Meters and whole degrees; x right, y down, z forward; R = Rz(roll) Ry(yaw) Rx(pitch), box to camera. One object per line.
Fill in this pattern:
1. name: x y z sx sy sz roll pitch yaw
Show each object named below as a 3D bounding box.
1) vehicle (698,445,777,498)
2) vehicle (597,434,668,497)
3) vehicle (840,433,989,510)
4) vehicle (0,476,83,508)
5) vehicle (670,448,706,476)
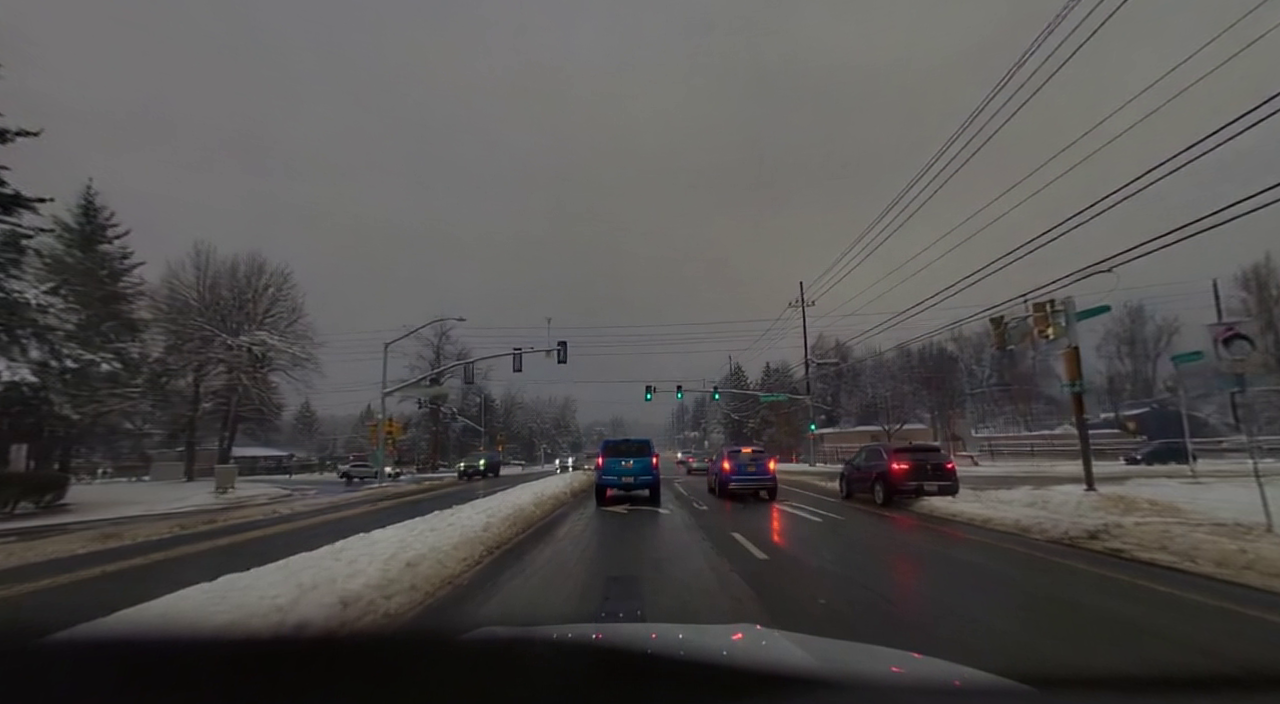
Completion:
1. vehicle: 3.170 3.988 21.514 1.880 1.579 4.401 0 -9 -2
2. vehicle: -0.242 3.933 22.281 2.231 1.998 4.254 0 -9 0
3. vehicle: 7.069 3.100 16.896 1.929 1.753 4.396 0 -9 -1
4. vehicle: -45.192 10.530 47.805 1.938 2.001 4.600 0 -9 -4
5. vehicle: 3.160 7.287 42.159 1.915 1.765 4.047 0 -9 -2
